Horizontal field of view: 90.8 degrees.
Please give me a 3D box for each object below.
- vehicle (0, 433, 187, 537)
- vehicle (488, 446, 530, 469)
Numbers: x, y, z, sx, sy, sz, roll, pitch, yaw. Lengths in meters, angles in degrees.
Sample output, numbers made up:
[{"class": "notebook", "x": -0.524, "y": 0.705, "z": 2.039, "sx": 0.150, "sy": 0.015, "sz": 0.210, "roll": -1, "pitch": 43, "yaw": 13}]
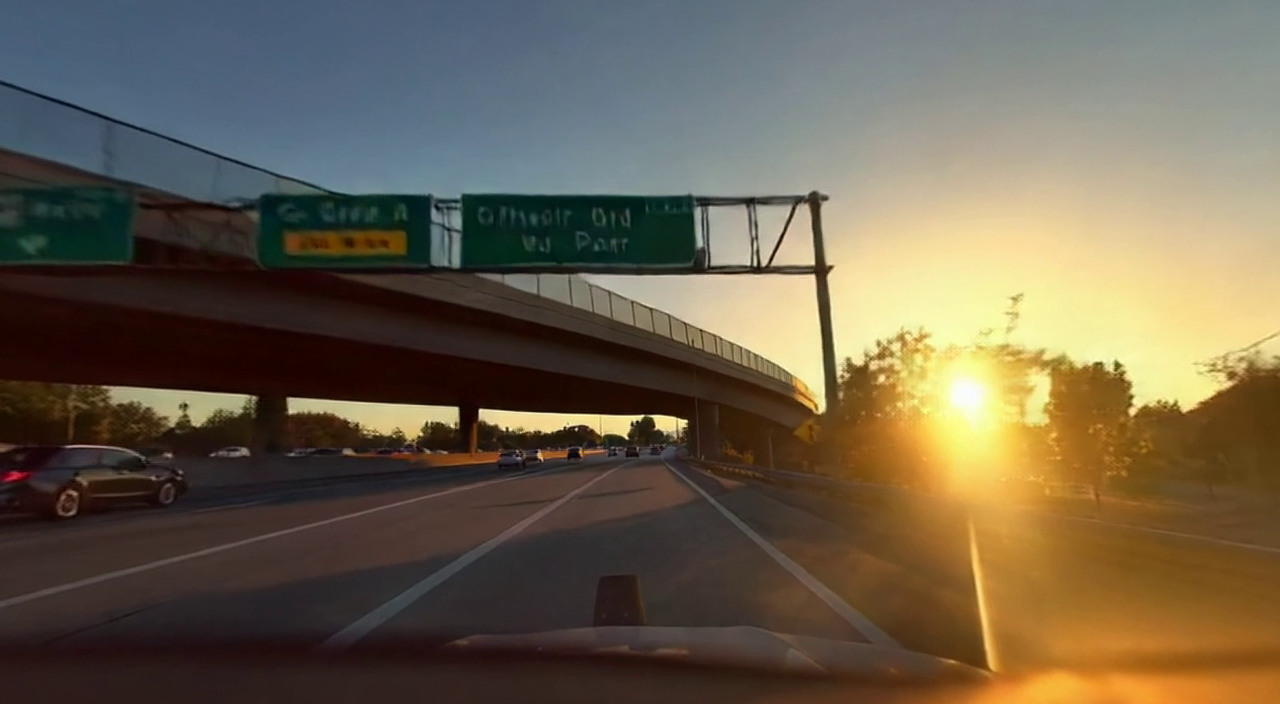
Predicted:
[{"class": "vehicle", "x": -10.525, "y": 2.255, "z": 11.187, "sx": 1.829, "sy": 1.520, "sz": 4.505, "roll": 0, "pitch": -9, "yaw": -3}, {"class": "vehicle", "x": -9.484, "y": 7.662, "z": 46.031, "sx": 2.271, "sy": 1.537, "sz": 4.029, "roll": 0, "pitch": -9, "yaw": -1}]
